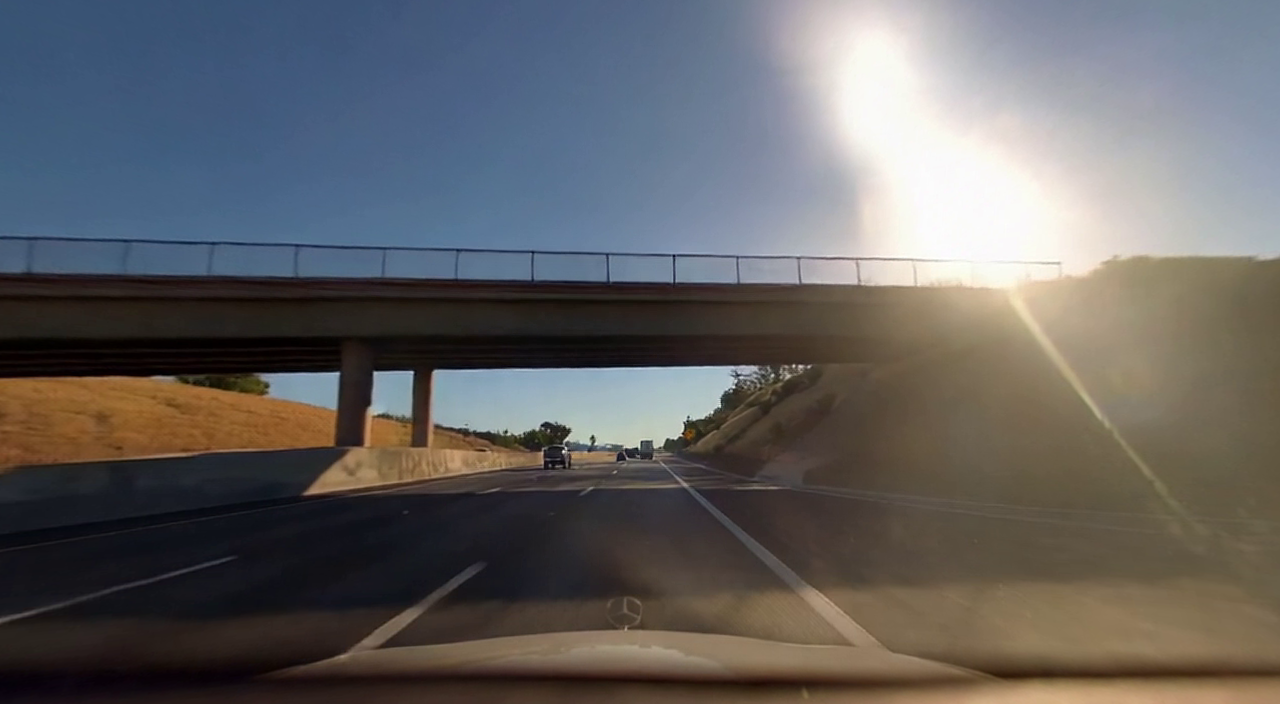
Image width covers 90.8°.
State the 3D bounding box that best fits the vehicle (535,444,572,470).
[{"bbox_3d":[-6.744,8.244,49.780,2.232,1.947,5.180,0,-9,0],"label":"vehicle"}]
